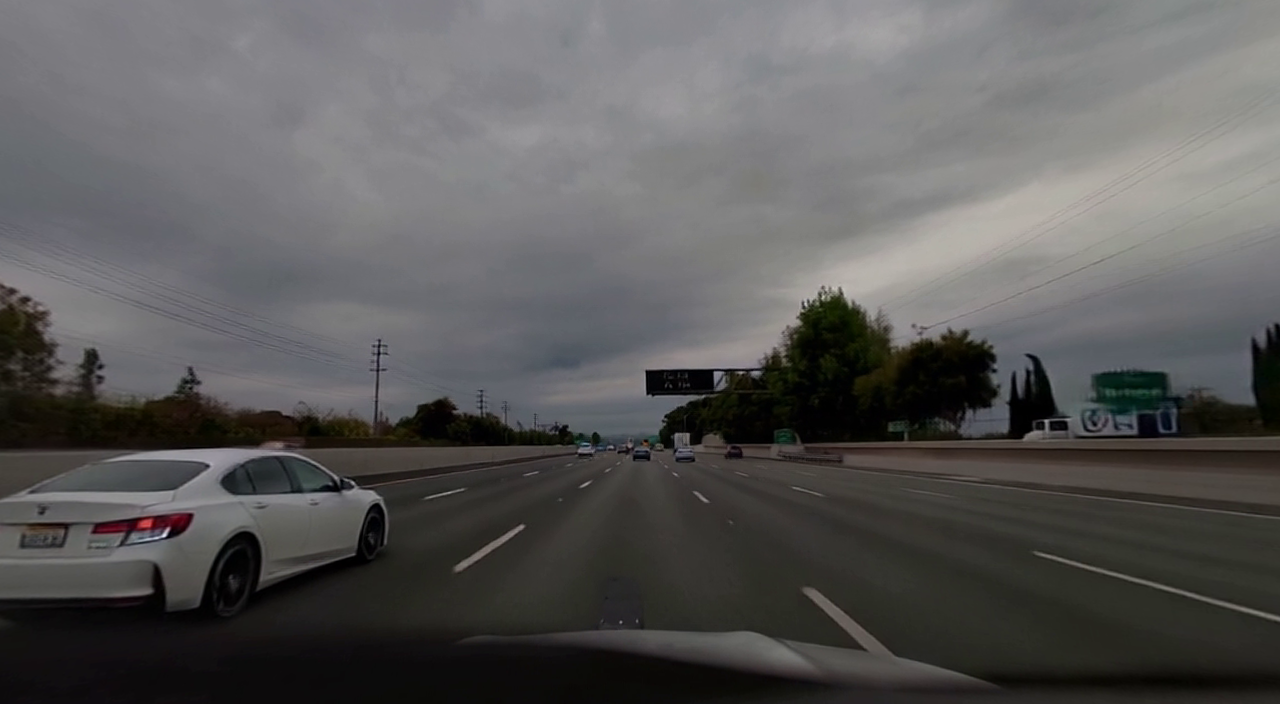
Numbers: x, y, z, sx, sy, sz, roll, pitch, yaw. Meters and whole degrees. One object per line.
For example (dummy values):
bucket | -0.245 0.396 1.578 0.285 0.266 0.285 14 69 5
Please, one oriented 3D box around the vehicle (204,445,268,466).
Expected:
vehicle | -31.852 8.174 49.759 1.911 1.528 4.634 0 -9 1

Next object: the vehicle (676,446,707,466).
vehicle | 3.944 8.053 48.941 2.076 1.506 4.050 0 -9 1
